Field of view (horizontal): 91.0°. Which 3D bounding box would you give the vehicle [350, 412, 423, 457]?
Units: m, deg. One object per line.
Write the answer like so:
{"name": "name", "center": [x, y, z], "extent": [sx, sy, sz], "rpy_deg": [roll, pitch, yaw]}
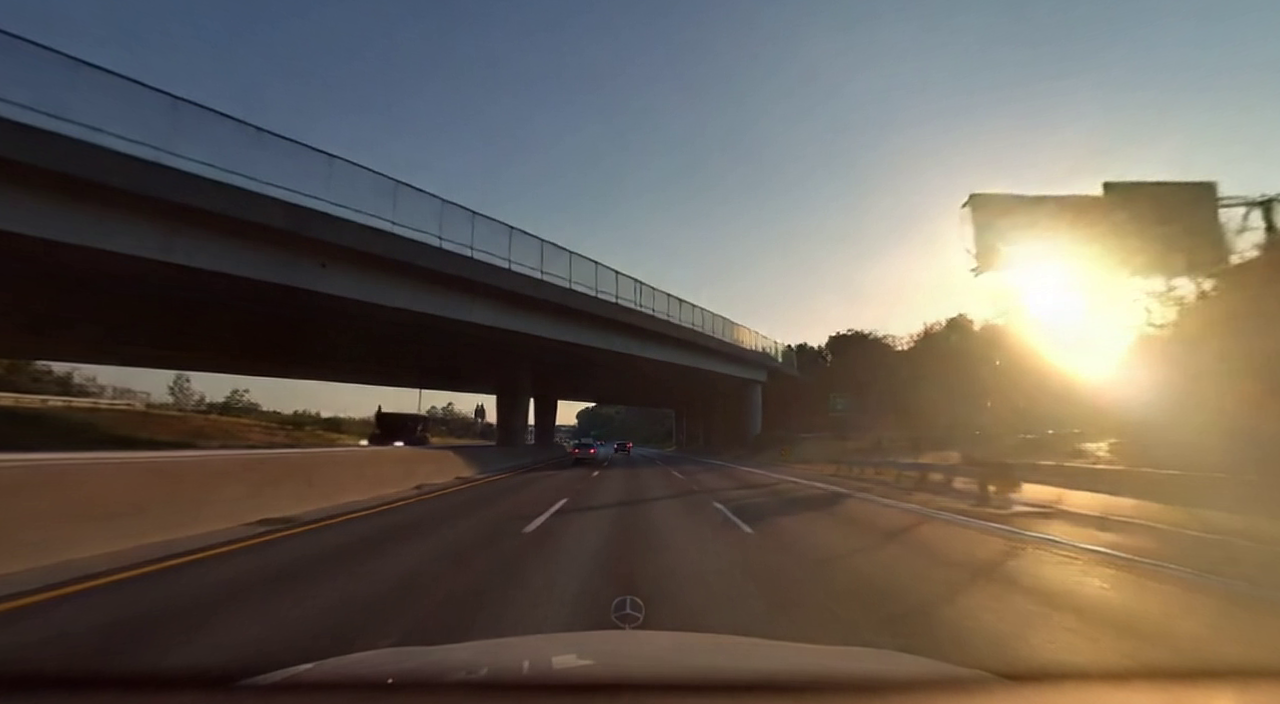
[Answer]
{"name": "vehicle", "center": [-16.811, 5.582, 42.180], "extent": [2.381, 2.780, 6.049], "rpy_deg": [0, -8, 0]}

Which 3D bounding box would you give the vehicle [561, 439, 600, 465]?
{"name": "vehicle", "center": [-3.897, 6.671, 42.263], "extent": [2.160, 1.608, 5.012], "rpy_deg": [0, -8, 0]}
